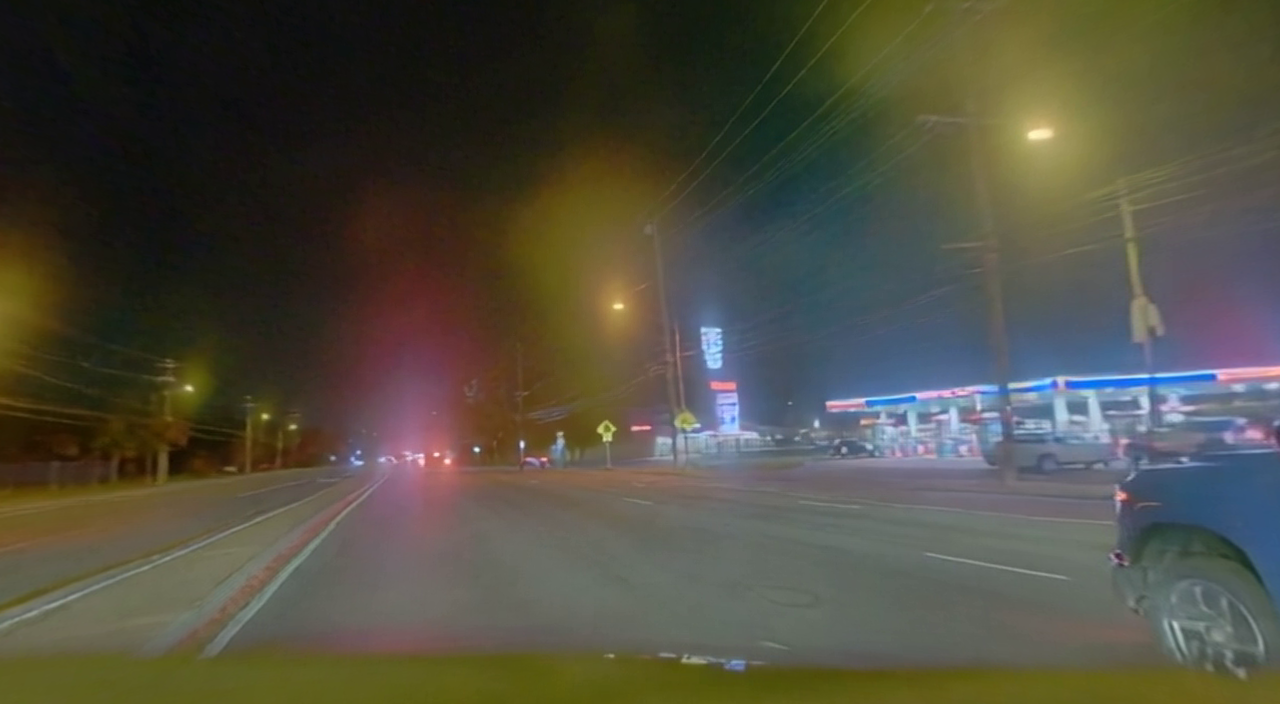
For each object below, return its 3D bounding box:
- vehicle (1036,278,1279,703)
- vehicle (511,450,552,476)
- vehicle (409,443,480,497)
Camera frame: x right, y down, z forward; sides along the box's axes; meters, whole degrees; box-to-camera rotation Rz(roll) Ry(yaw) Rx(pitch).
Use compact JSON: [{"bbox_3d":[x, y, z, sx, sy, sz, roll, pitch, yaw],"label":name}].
[{"bbox_3d":[3.525,0.442,1.128,2.036,1.818,5.192,0,-8,-3],"label":"vehicle"},{"bbox_3d":[-6.917,6.979,39.964,1.760,1.481,4.161,3,-9,-21],"label":"vehicle"},{"bbox_3d":[-7.664,4.452,24.381,2.141,1.842,4.889,3,-9,-22],"label":"vehicle"}]
